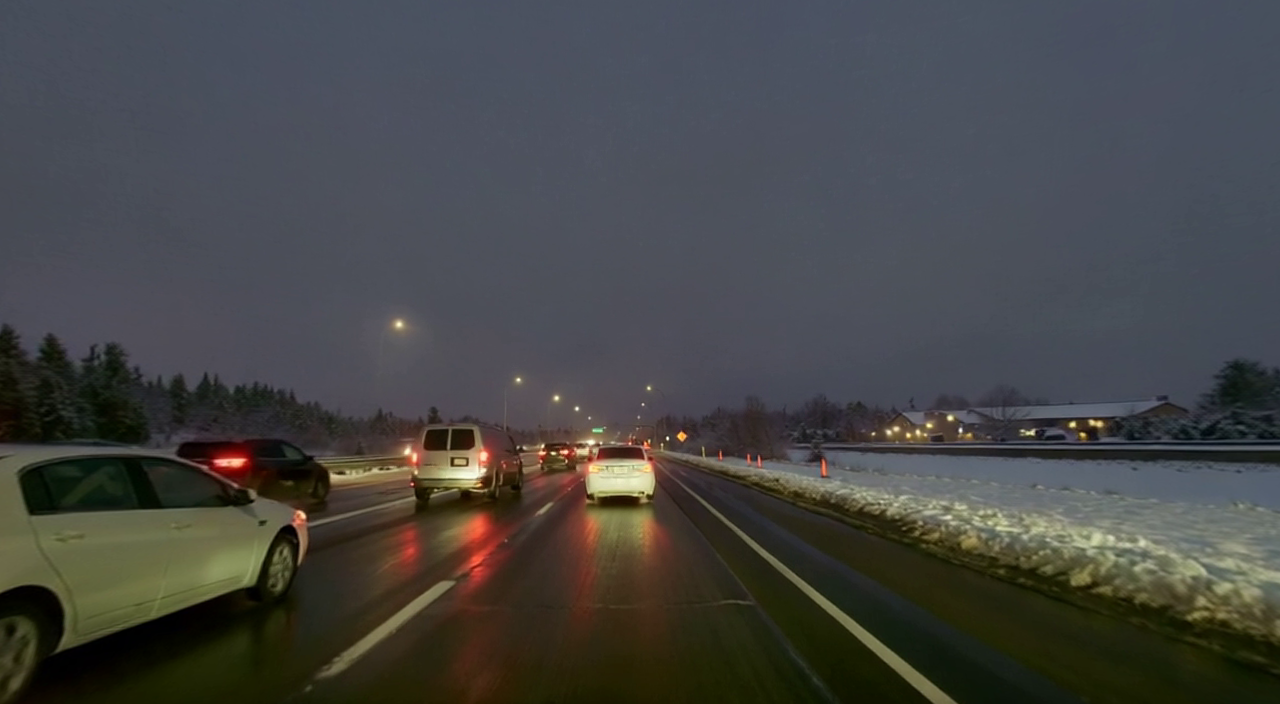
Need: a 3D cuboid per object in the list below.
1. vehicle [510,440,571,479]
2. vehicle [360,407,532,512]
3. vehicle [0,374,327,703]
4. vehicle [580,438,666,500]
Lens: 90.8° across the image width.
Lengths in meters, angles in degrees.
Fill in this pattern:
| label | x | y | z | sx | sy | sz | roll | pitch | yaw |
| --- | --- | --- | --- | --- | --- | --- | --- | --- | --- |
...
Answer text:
| label | x | y | z | sx | sy | sz | roll | pitch | yaw |
| --- | --- | --- | --- | --- | --- | --- | --- | --- | --- |
| vehicle | -3.986 | 4.368 | 25.927 | 1.824 | 1.459 | 4.007 | 0 | -9 | 1 |
| vehicle | -4.274 | 2.518 | 15.212 | 2.324 | 2.012 | 5.740 | 0 | -9 | 0 |
| vehicle | -3.910 | 1.007 | 3.511 | 2.041 | 1.604 | 4.384 | 0 | -9 | 1 |
| vehicle | -0.457 | 3.114 | 17.209 | 2.069 | 1.484 | 3.918 | 0 | -9 | -1 |
